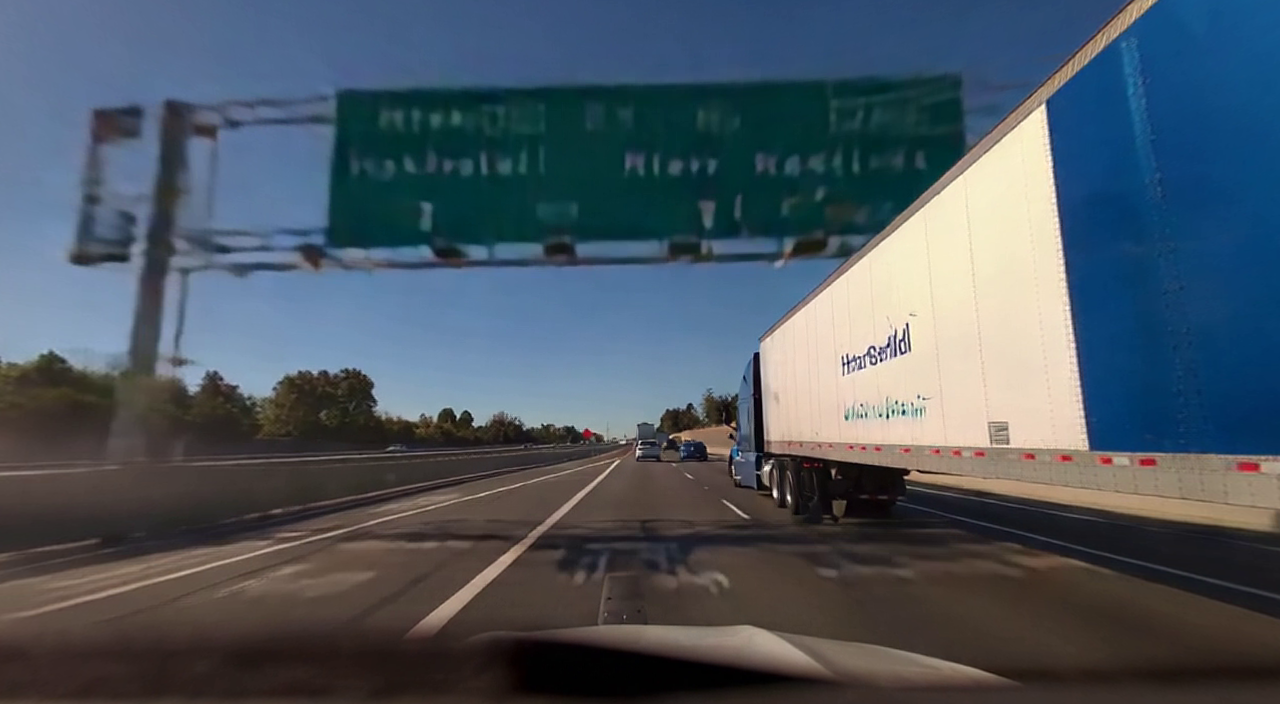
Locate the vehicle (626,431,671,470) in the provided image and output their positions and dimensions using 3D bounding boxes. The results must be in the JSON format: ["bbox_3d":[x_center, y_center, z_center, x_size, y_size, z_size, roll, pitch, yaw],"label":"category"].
[{"bbox_3d":[0.405,5.156,33.051,2.205,1.860,4.301,0,-8,0],"label":"vehicle"}]

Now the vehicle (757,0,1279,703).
[{"bbox_3d":[4.029,0.149,5.728,3.019,4.145,16.453,-1,-8,1],"label":"vehicle"}]
